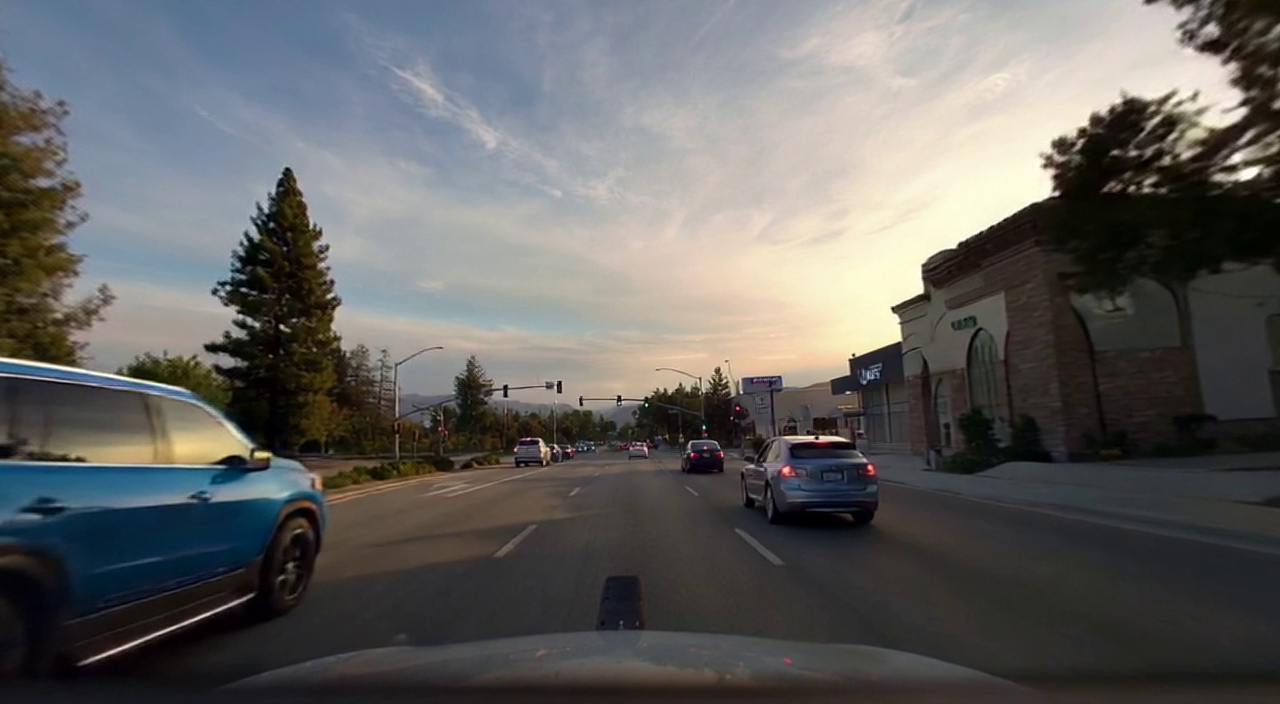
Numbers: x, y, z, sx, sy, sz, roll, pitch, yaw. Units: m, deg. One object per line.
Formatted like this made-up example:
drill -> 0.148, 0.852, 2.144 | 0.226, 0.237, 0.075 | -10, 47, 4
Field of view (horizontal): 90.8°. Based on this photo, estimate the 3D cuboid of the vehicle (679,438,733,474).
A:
vehicle -> 2.853, 4.629, 28.381 | 1.842, 1.480, 4.155 | 0, -8, -2

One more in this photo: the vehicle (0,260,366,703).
vehicle -> -3.740, 0.862, 3.583 | 2.368, 2.037, 5.319 | 0, -8, -5

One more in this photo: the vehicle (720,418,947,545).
vehicle -> 2.779, 2.004, 10.514 | 2.174, 1.596, 4.779 | 0, -8, -1

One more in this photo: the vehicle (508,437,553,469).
vehicle -> -6.738, 6.249, 39.366 | 2.136, 1.837, 4.669 | 0, -8, -2

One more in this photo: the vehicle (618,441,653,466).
vehicle -> -0.292, 6.154, 38.463 | 2.008, 1.464, 4.052 | 0, -8, -1
